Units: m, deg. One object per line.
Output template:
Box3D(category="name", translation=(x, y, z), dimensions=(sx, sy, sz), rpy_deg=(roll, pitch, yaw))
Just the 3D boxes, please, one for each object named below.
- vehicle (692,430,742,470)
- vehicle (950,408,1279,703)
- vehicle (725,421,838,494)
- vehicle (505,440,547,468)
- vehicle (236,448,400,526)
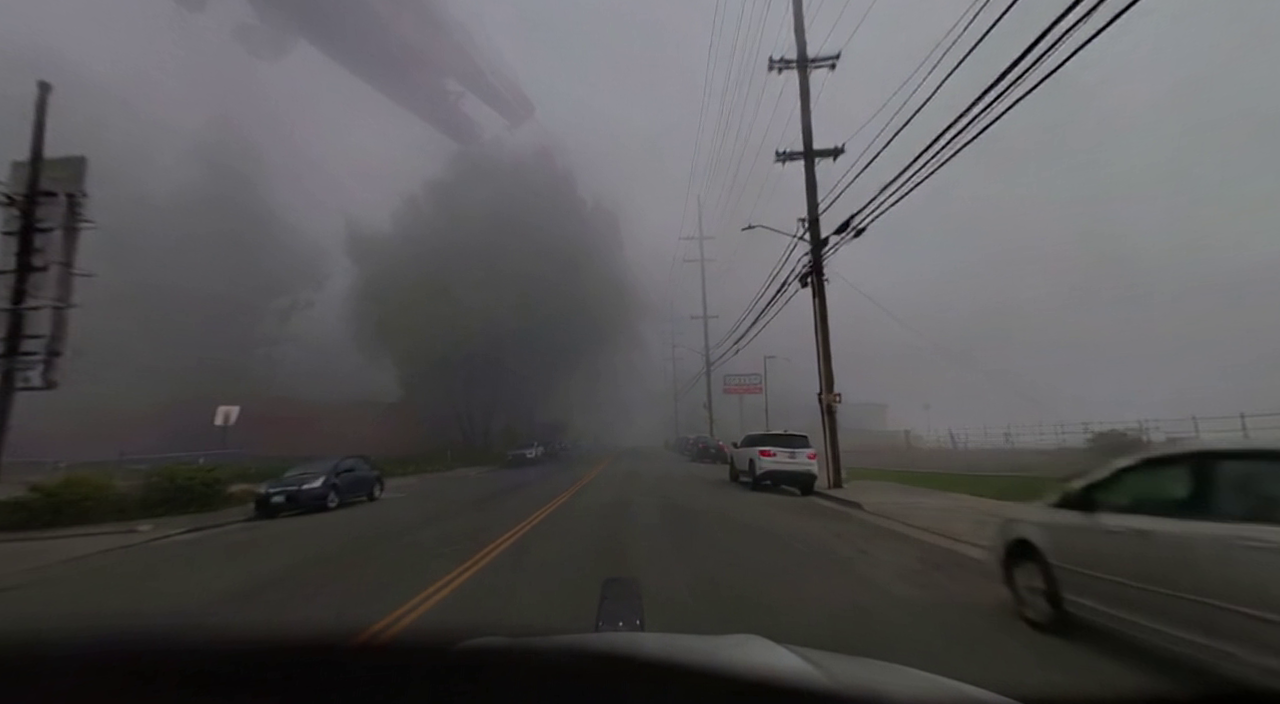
Box3D(category="vehicle", translation=(3.961, 5.129, 33.317), dimensions=(2.011, 1.902, 4.763), rpy_deg=(-1, -8, 0))
Box3D(category="vehicle", translation=(3.667, 1.047, 3.032), dimensions=(1.990, 1.521, 4.693), rpy_deg=(-1, -8, 0))
Box3D(category="vehicle", translation=(4.035, 3.108, 18.988), dimensions=(2.080, 1.893, 4.699), rpy_deg=(0, -8, -3))
Box3D(category="vehicle", translation=(-7.823, 6.996, 43.649), dimensions=(1.992, 1.676, 4.429), rpy_deg=(-4, -8, 0))
Box3D(category="vehicle", translation=(-7.758, 3.224, 15.764), dimensions=(1.872, 1.455, 4.350), rpy_deg=(-4, -8, -1))
